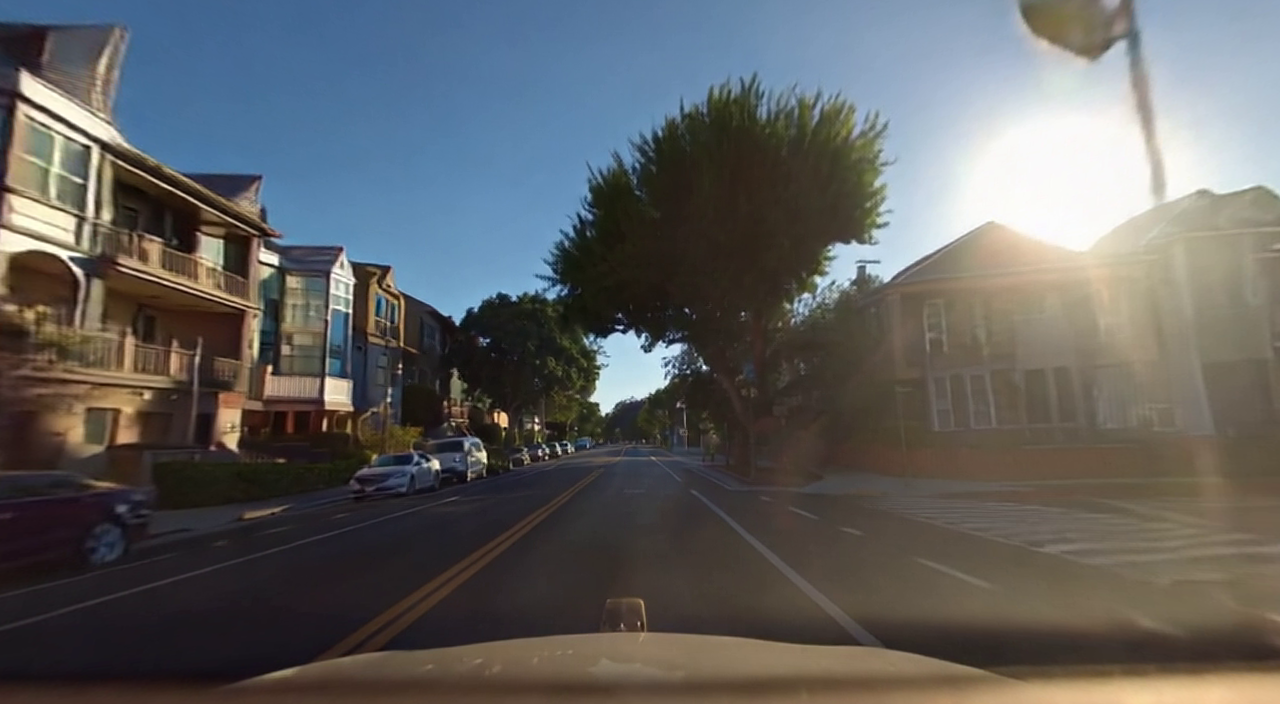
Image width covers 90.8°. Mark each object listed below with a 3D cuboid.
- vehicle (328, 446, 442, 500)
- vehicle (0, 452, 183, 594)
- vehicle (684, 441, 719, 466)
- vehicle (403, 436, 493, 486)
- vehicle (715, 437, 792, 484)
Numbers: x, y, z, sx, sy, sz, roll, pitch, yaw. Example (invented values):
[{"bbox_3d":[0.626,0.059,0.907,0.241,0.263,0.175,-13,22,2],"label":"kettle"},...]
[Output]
[{"bbox_3d":[-8.040,3.822,20.423,1.967,1.517,4.360,0,-8,-2],"label":"vehicle"},{"bbox_3d":[-7.874,1.968,7.314,1.836,1.474,4.565,-1,-8,-1],"label":"vehicle"},{"bbox_3d":[4.093,6.825,42.569,1.845,1.556,3.929,0,-8,-1],"label":"vehicle"},{"bbox_3d":[-7.838,4.513,26.400,2.283,1.853,4.903,0,-9,-1],"label":"vehicle"},{"bbox_3d":[4.344,4.225,24.911,2.034,1.674,4.271,1,-8,-3],"label":"vehicle"}]
